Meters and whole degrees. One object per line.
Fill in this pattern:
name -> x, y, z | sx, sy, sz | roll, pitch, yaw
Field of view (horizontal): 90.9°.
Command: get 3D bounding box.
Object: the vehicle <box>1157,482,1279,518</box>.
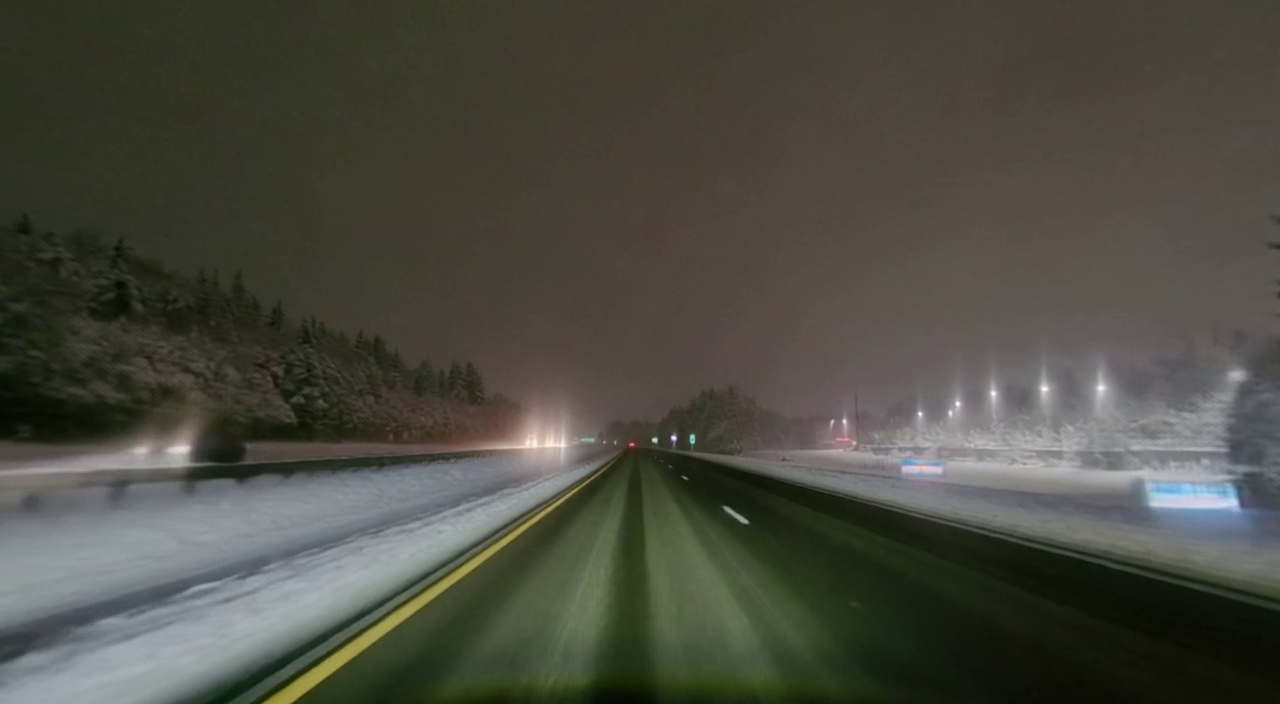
vehicle -> 28.956, 7.311, 31.336 | 4.599, 1.466, 1.982 | -4, -9, 27

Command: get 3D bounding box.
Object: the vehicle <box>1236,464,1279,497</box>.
vehicle -> 41.480, 8.454, 41.892 | 5.153, 1.909, 2.163 | 7, -12, -42
